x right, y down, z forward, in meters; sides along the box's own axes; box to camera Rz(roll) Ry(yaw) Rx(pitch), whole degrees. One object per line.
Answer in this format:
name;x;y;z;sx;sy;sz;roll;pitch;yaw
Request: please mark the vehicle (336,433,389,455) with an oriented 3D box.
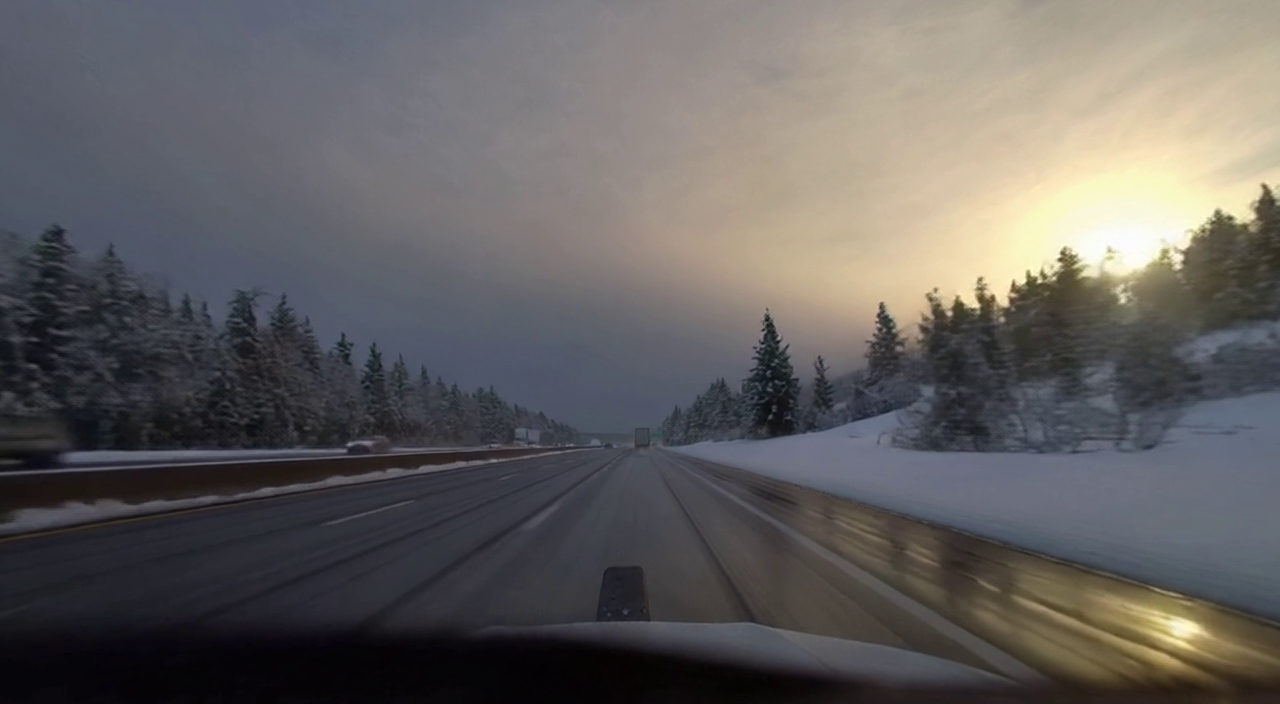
vehicle;-19.970;6.630;45.451;1.843;1.517;4.270;0;-8;1
